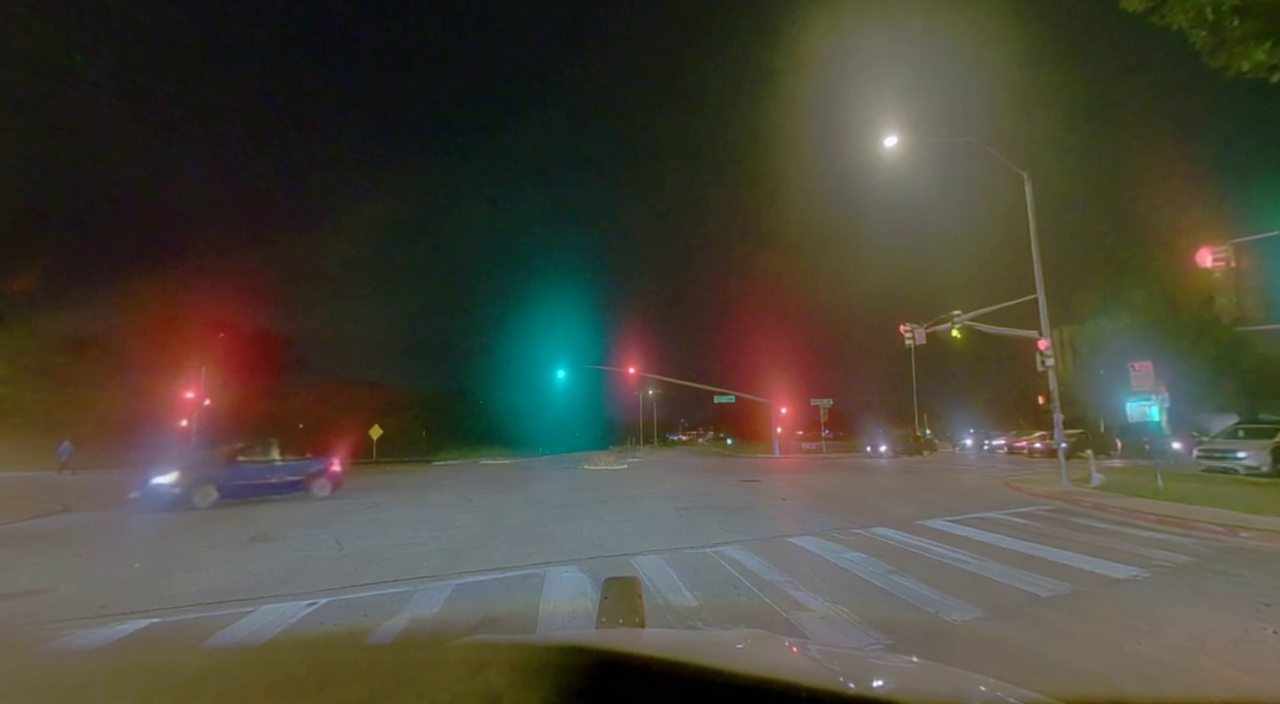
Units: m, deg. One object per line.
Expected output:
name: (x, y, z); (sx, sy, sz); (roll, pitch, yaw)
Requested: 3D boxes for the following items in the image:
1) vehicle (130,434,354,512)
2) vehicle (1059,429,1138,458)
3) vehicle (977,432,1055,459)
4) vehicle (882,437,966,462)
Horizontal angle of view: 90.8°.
vehicle: (-8.943, 2.700, 14.562); (1.740, 1.500, 3.896); (-5, -10, 29)
vehicle: (36.105, 7.205, 49.731); (6.148, 2.119, 2.473); (4, -10, -28)
vehicle: (26.963, 6.727, 45.261); (5.032, 1.828, 2.183); (4, -9, -24)
vehicle: (18.698, 6.423, 41.623); (5.234, 1.549, 1.982); (4, -9, -24)
